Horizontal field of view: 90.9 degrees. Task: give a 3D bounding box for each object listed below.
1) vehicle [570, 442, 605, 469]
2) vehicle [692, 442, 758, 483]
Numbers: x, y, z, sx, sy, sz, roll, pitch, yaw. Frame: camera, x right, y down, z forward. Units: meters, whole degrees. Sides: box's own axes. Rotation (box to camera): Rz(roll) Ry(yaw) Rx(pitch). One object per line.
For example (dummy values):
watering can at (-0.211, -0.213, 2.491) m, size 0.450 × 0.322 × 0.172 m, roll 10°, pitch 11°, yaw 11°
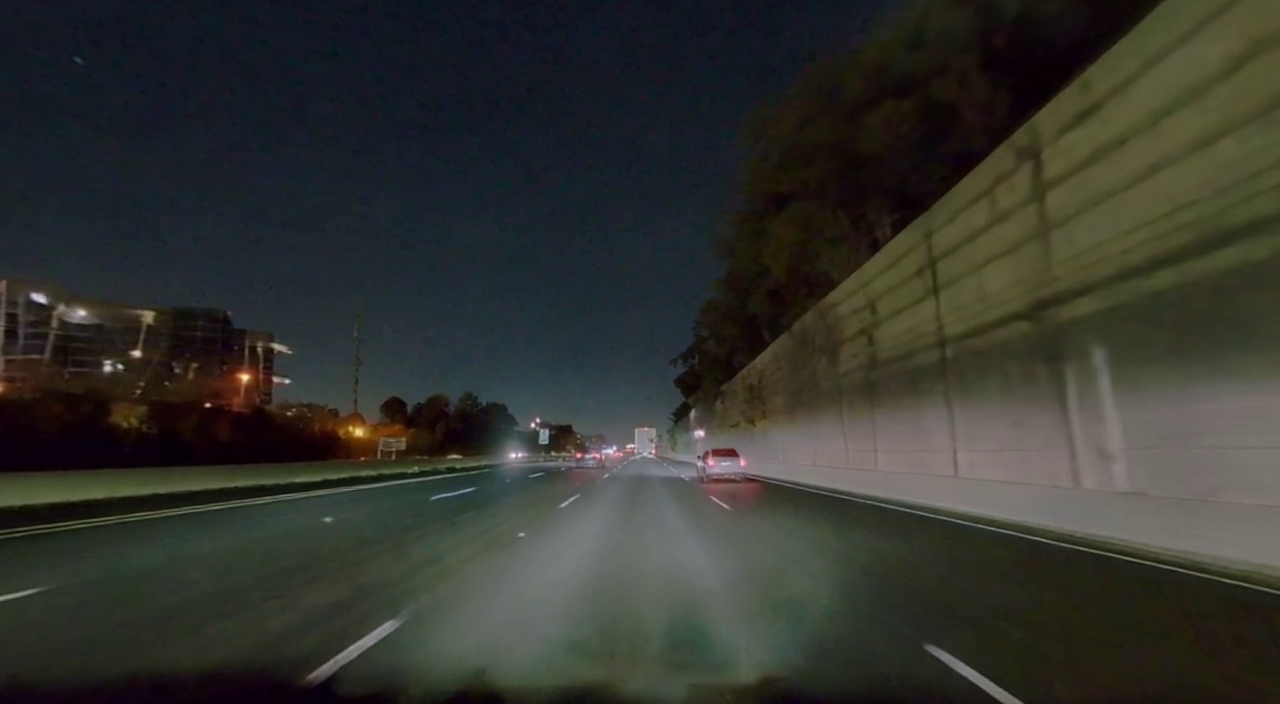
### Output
vehicle at (-3.611, 7.255, 44.296) m, size 2.014 × 1.811 × 4.369 m, roll 0°, pitch -9°, yaw 1°
vehicle at (3.428, 4.563, 26.238) m, size 1.973 × 1.536 × 4.337 m, roll 0°, pitch -9°, yaw -2°
